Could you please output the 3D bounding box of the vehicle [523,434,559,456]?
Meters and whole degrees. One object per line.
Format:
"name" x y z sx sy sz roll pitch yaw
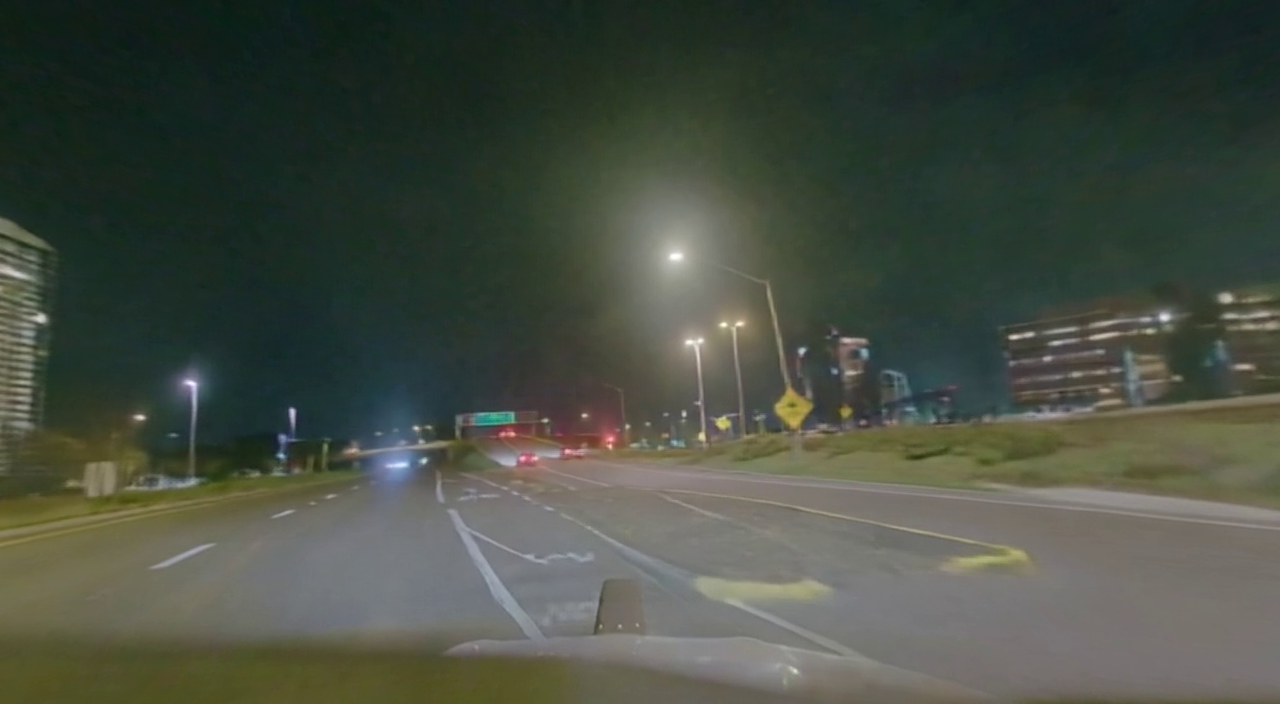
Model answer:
"vehicle" -7.784 7.272 49.269 2.007 1.605 3.852 3 -9 -21

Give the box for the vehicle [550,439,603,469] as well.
"vehicle" -3.529 5.536 34.410 2.048 1.516 3.874 3 -9 -19
